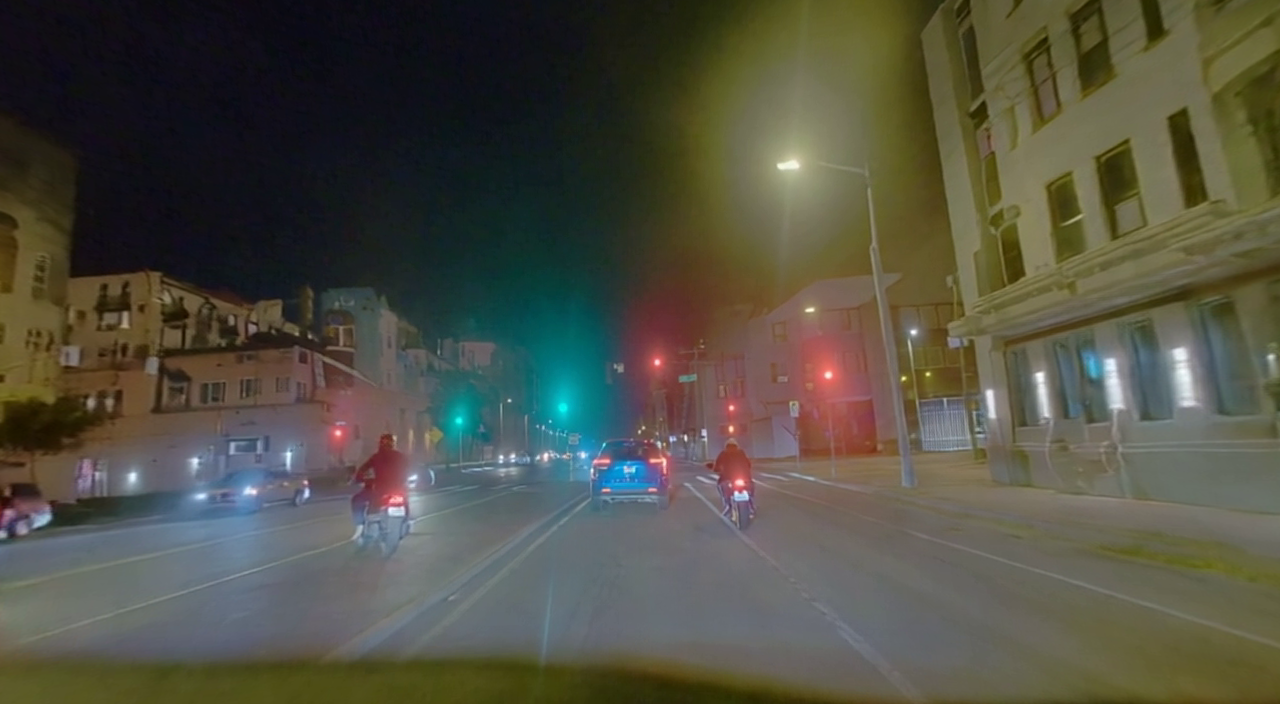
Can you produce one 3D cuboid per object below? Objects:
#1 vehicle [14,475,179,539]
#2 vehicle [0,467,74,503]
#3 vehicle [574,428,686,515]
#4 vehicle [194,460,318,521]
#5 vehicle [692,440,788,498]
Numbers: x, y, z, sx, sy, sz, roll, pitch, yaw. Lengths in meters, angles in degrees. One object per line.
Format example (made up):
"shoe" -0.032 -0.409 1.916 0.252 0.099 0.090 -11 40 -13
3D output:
"vehicle" -18.199 5.157 21.495 2.032 1.701 4.475 1 -9 -8
"vehicle" -32.607 6.945 33.001 4.008 1.720 1.940 0 -8 -1
"vehicle" -0.191 2.736 14.900 2.265 1.748 4.130 0 -9 1
"vehicle" -13.296 4.761 22.211 1.871 1.786 4.386 0 -9 -5
"vehicle" 2.826 3.438 18.899 2.101 1.507 4.355 0 -9 -1
